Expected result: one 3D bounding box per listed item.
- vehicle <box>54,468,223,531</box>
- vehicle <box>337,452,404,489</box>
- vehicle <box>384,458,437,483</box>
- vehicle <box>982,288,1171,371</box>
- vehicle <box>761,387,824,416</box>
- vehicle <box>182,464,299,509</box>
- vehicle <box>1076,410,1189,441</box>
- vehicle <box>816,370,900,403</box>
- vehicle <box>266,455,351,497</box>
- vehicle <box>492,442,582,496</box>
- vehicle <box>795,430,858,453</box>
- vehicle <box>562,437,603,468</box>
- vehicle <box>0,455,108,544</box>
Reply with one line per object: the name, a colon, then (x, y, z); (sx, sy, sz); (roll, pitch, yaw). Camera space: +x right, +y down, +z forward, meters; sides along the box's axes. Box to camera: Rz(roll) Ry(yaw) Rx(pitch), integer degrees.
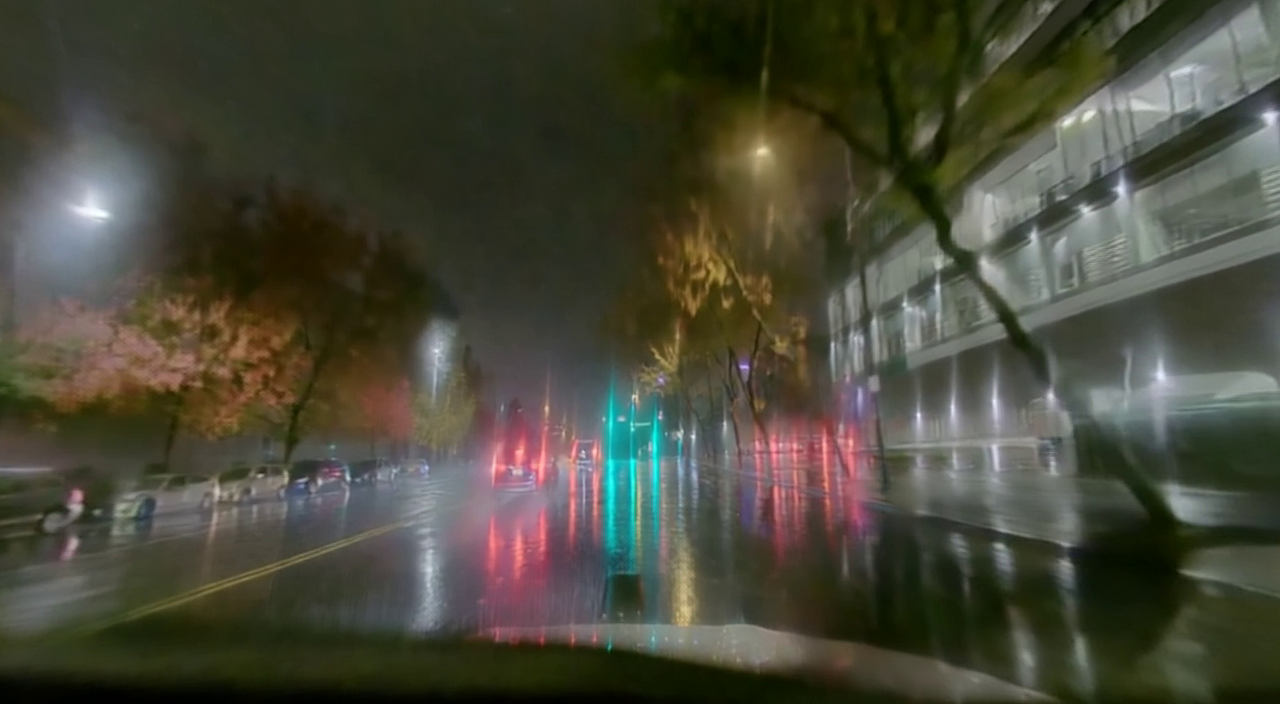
vehicle: (-15.789, 4.615, 20.287); (1.942, 1.431, 4.553); (-5, -8, -4)
vehicle: (-16.364, 7.175, 38.583); (2.079, 1.847, 4.592); (-5, -8, -1)
vehicle: (-16.084, 8.311, 44.563); (2.021, 1.438, 4.616); (-3, -8, 0)
vehicle: (12.328, -0.592, 18.080); (3.932, 1.743, 1.695); (-5, -8, 3)
vehicle: (10.839, 3.571, 45.101); (3.826, 1.601, 1.807); (-5, -8, -6)
vehicle: (-15.989, 5.373, 25.653); (1.871, 1.485, 4.573); (0, -8, -2)
vehicle: (25.308, 3.822, 32.561); (4.215, 1.545, 1.897); (0, -8, 0)
vehicle: (11.595, 1.872, 33.795); (3.827, 1.556, 1.730); (-1, -9, -1)
vehicle: (-16.275, 6.061, 31.330); (1.897, 1.805, 4.538); (0, -8, -3)
vehicle: (-3.030, 3.527, 19.549); (2.051, 1.454, 4.132); (0, -8, 0)
vehicle: (12.343, 5.939, 41.978); (3.527, 1.496, 1.836); (0, -7, -4)
vehicle: (-3.623, 6.440, 40.746); (2.190, 1.840, 4.720); (0, -8, 0)
vehicle: (-15.654, 3.541, 14.913); (2.129, 1.967, 4.907); (-4, -9, -4)
